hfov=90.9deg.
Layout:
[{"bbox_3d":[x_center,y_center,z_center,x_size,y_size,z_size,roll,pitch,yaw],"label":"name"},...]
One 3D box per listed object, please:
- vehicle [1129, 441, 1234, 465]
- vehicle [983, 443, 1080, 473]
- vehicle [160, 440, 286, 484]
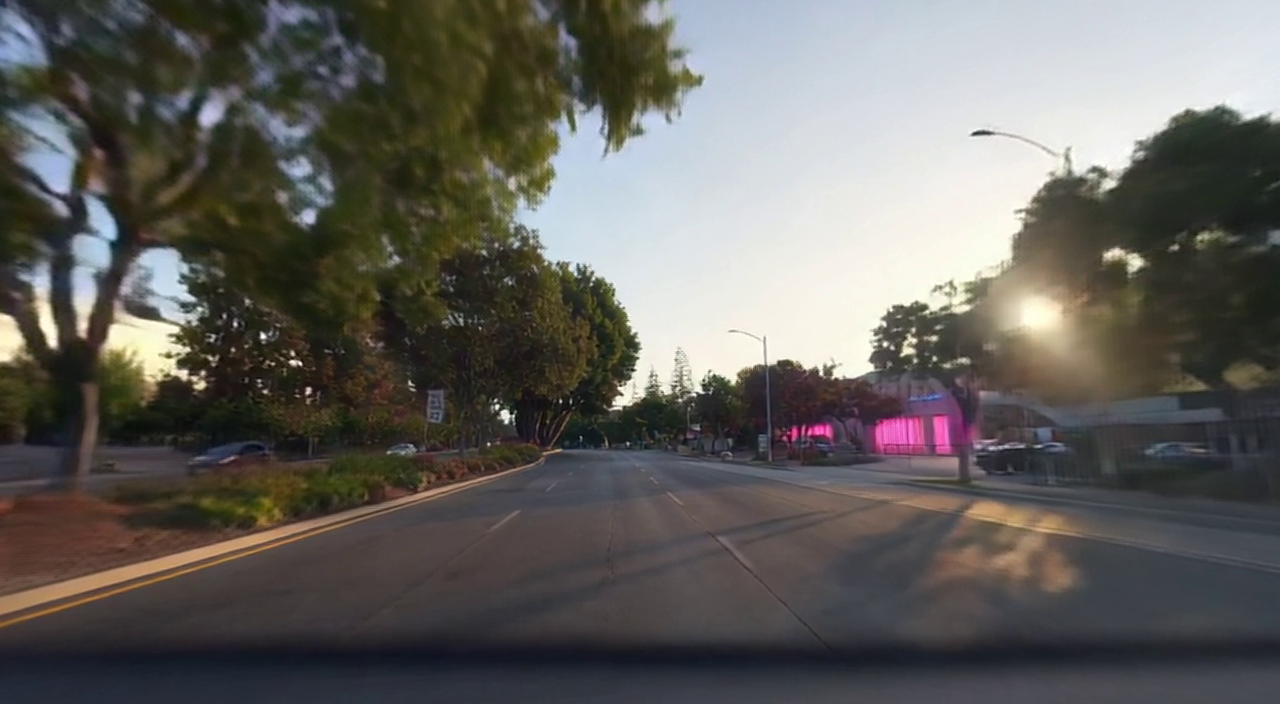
[{"bbox_3d":[33.345,6.209,38.912,4.490,1.425,2.022,-1,-9,3],"label":"vehicle"},{"bbox_3d":[18.795,5.089,30.352,3.492,1.379,1.734,0,-9,-4],"label":"vehicle"},{"bbox_3d":[-15.760,4.164,24.136,1.996,1.513,4.278,0,-8,-2],"label":"vehicle"}]
